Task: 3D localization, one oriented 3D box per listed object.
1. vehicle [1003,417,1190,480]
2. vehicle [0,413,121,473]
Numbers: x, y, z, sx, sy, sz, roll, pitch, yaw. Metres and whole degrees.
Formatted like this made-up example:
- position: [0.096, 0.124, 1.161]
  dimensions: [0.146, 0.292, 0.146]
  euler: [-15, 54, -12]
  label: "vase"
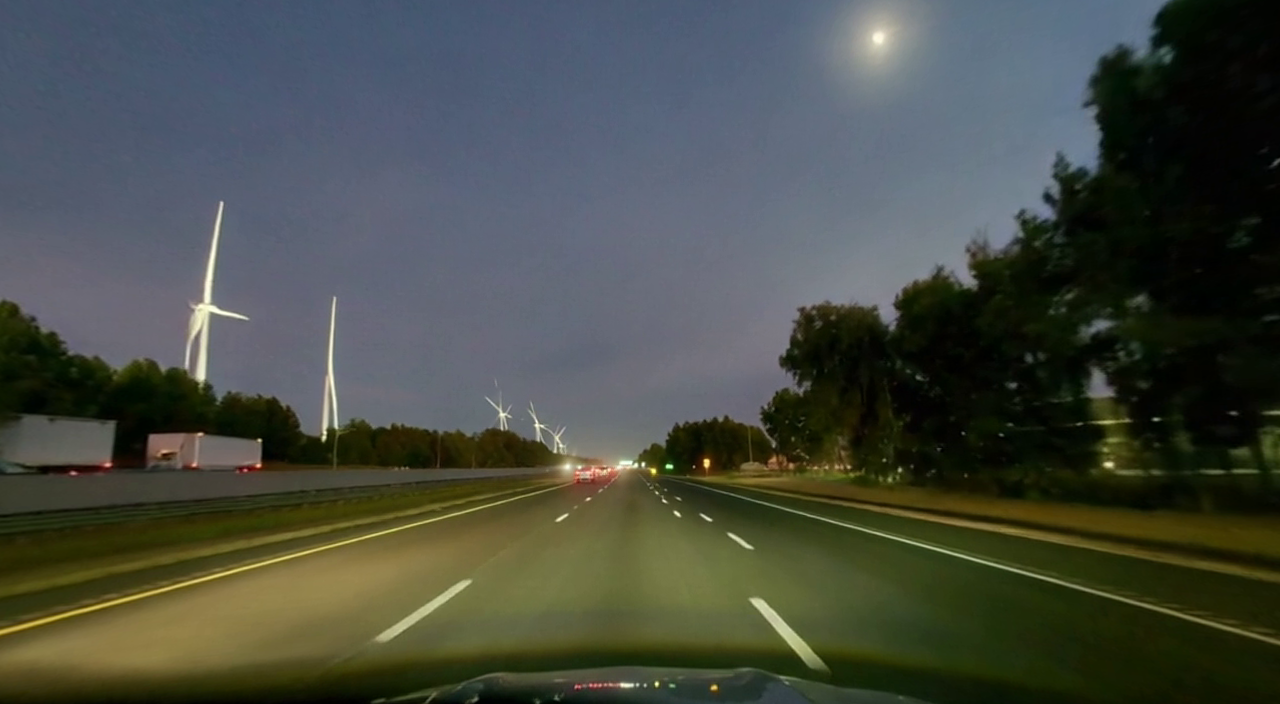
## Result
- position: [34.872, 7.548, 48.620]
  dimensions: [11.082, 4.307, 2.970]
  euler: [-9, -14, 42]
  label: "vehicle"
- position: [-44.127, 5.785, 40.286]
  dimensions: [3.225, 3.939, 19.827]
  euler: [-1, -11, 6]
  label: "vehicle"
